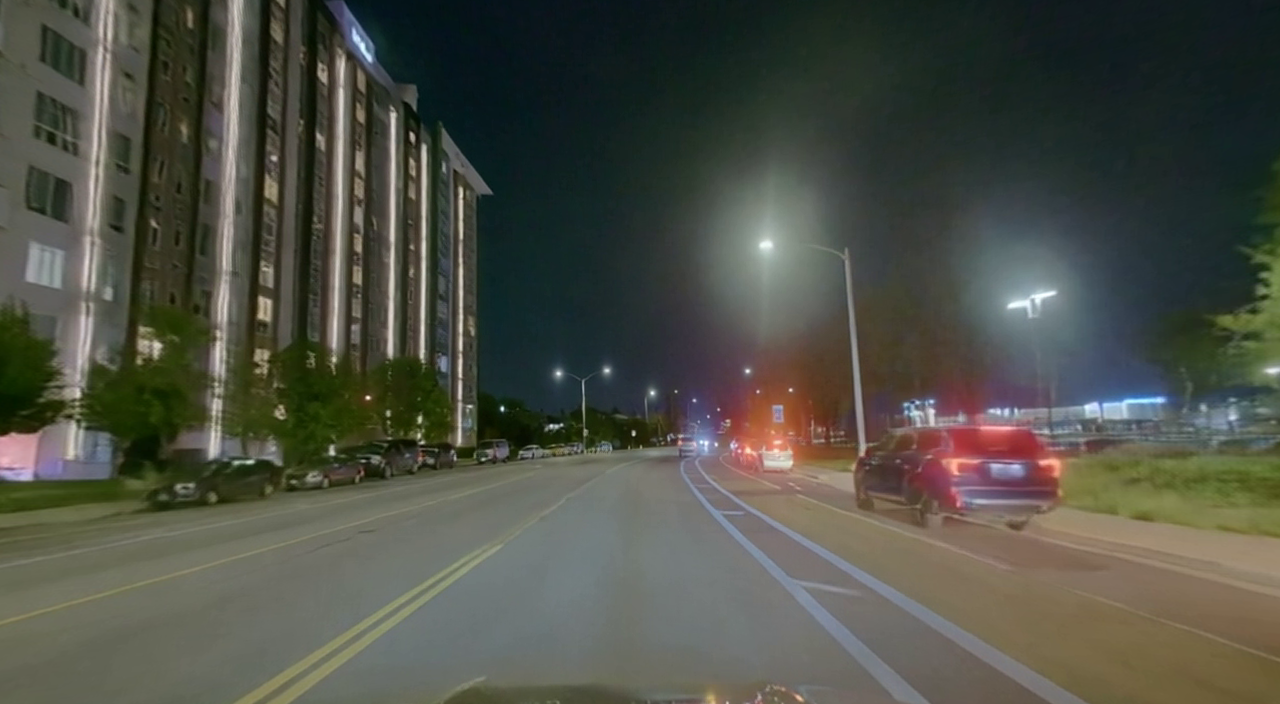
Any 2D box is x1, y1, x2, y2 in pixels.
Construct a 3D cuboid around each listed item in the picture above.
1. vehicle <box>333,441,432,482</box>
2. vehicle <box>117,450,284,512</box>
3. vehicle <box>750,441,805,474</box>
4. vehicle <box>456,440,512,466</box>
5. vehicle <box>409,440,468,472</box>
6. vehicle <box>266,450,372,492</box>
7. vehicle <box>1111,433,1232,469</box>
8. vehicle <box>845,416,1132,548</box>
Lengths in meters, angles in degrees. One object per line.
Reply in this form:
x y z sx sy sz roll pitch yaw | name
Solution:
-12.454 5.296 31.106 2.290 1.799 5.801 0 -8 1 | vehicle
-12.248 3.580 17.978 1.926 1.499 3.869 0 -8 0 | vehicle
6.674 5.170 31.177 1.947 1.487 4.549 0 -8 3 | vehicle
-11.652 7.553 47.626 2.137 1.835 5.833 -1 -8 7 | vehicle
-12.254 6.299 38.682 2.001 1.836 4.471 0 -8 2 | vehicle
-12.338 4.566 24.638 1.723 1.418 4.359 0 -8 2 | vehicle
22.755 4.232 27.250 1.797 1.425 3.794 0 -8 -3 | vehicle
5.646 2.165 11.405 2.102 1.781 5.470 0 -8 1 | vehicle
